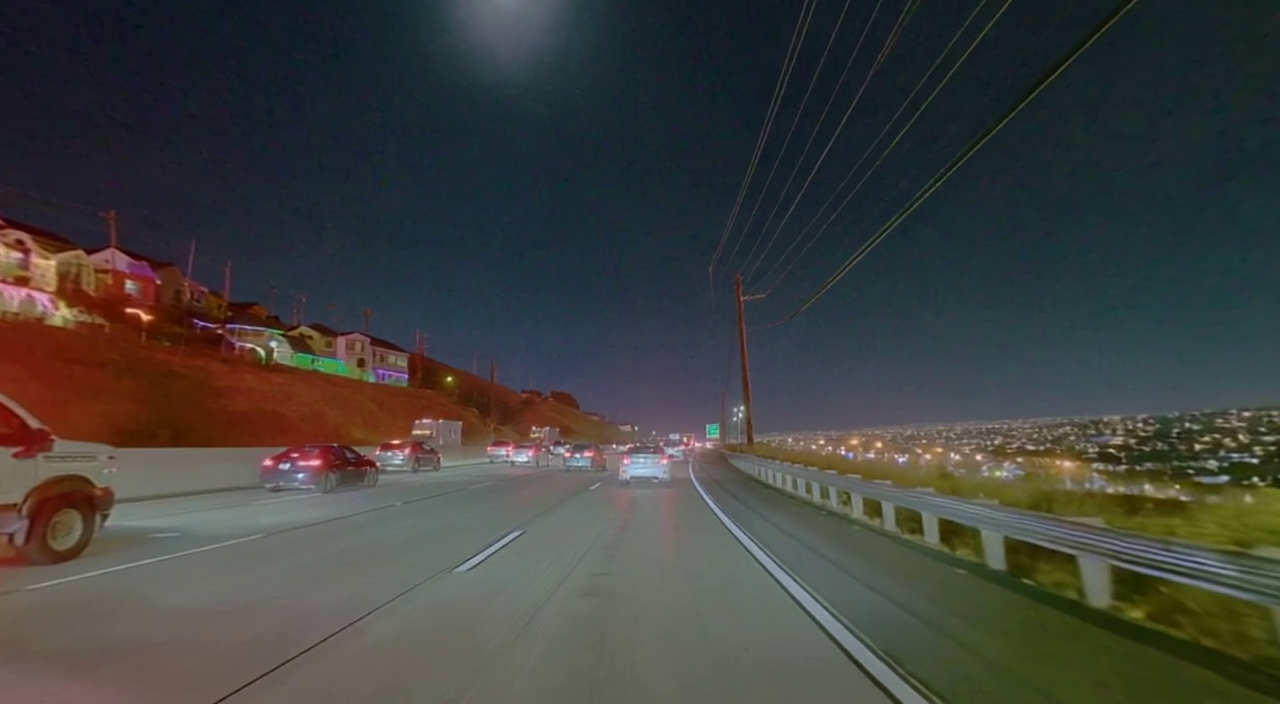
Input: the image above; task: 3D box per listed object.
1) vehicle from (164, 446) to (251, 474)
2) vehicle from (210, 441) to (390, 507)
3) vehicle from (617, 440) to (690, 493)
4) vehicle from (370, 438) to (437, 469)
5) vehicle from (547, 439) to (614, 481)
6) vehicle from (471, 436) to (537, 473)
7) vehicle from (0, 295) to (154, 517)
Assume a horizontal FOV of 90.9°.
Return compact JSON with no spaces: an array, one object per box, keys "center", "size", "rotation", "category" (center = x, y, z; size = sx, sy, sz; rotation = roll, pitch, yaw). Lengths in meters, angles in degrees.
[{"center":[-24.183,6.001,35.422],"size":[1.808,1.461,4.066],"rotation":[-1,-8,3],"category":"vehicle"},{"center":[-8.605,3.090,16.547],"size":[1.959,1.469,4.450],"rotation":[-1,-8,5],"category":"vehicle"},{"center":[0.509,3.611,20.301],"size":[2.109,1.495,3.935],"rotation":[-1,-8,3],"category":"vehicle"},{"center":[-14.590,6.262,39.173],"size":[2.020,1.790,4.563],"rotation":[-1,-8,5],"category":"vehicle"},{"center":[-2.485,4.663,27.593],"size":[2.121,1.639,4.383],"rotation":[-1,-8,5],"category":"vehicle"},{"center":[-7.097,5.409,33.499],"size":[2.080,1.833,4.461],"rotation":[-1,-8,6],"category":"vehicle"},{"center":[-13.435,0.655,9.220],"size":[3.161,4.024,11.136],"rotation":[-1,-8,4],"category":"vehicle"}]
